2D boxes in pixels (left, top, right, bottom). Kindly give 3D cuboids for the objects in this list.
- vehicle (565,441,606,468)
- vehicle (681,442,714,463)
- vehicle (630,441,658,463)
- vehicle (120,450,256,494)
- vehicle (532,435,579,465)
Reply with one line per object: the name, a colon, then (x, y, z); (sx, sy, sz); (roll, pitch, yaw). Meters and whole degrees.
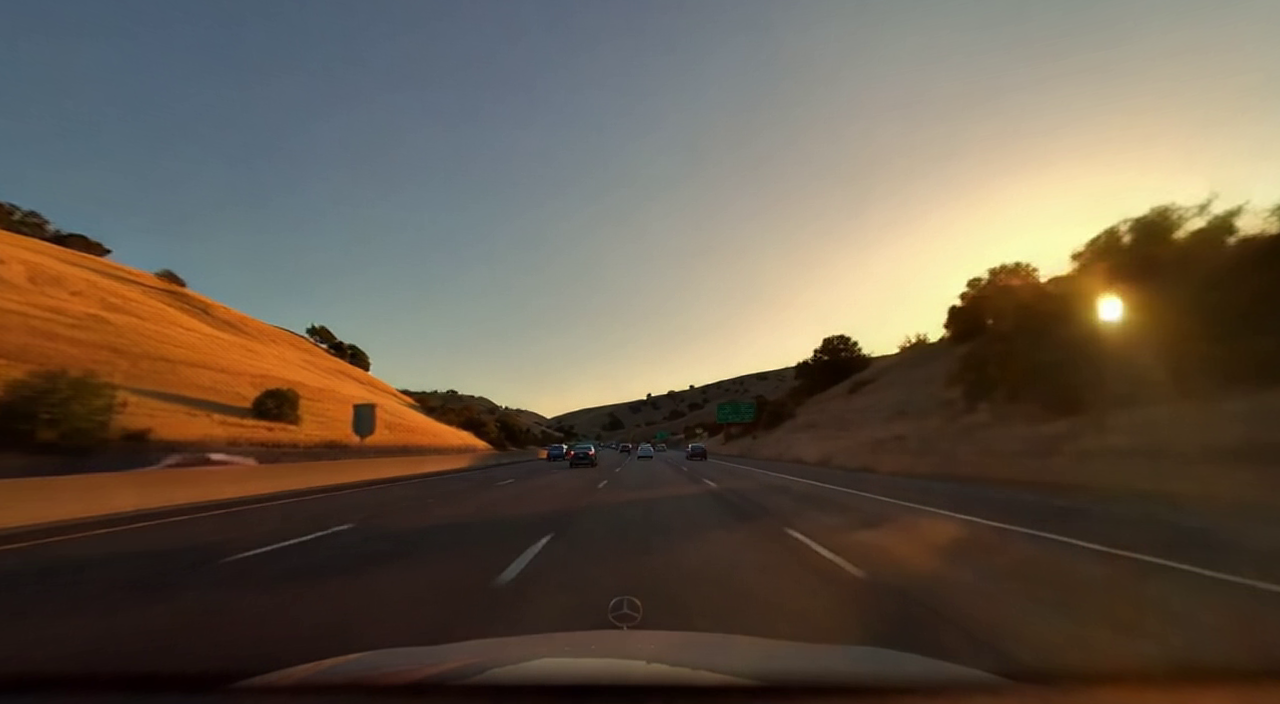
vehicle: (-3.312, 6.313, 38.926); (2.091, 1.552, 4.516); (0, -8, 0)
vehicle: (4.341, 7.625, 47.973); (2.027, 1.525, 4.348); (0, -8, -1)
vehicle: (0.265, 7.554, 47.650); (2.031, 1.566, 3.904); (0, -8, 0)
vehicle: (-17.095, 4.510, 24.177); (1.818, 1.460, 4.527); (0, -8, 1)
vehicle: (-6.245, 7.282, 47.242); (2.589, 2.063, 6.206); (0, -8, 1)
